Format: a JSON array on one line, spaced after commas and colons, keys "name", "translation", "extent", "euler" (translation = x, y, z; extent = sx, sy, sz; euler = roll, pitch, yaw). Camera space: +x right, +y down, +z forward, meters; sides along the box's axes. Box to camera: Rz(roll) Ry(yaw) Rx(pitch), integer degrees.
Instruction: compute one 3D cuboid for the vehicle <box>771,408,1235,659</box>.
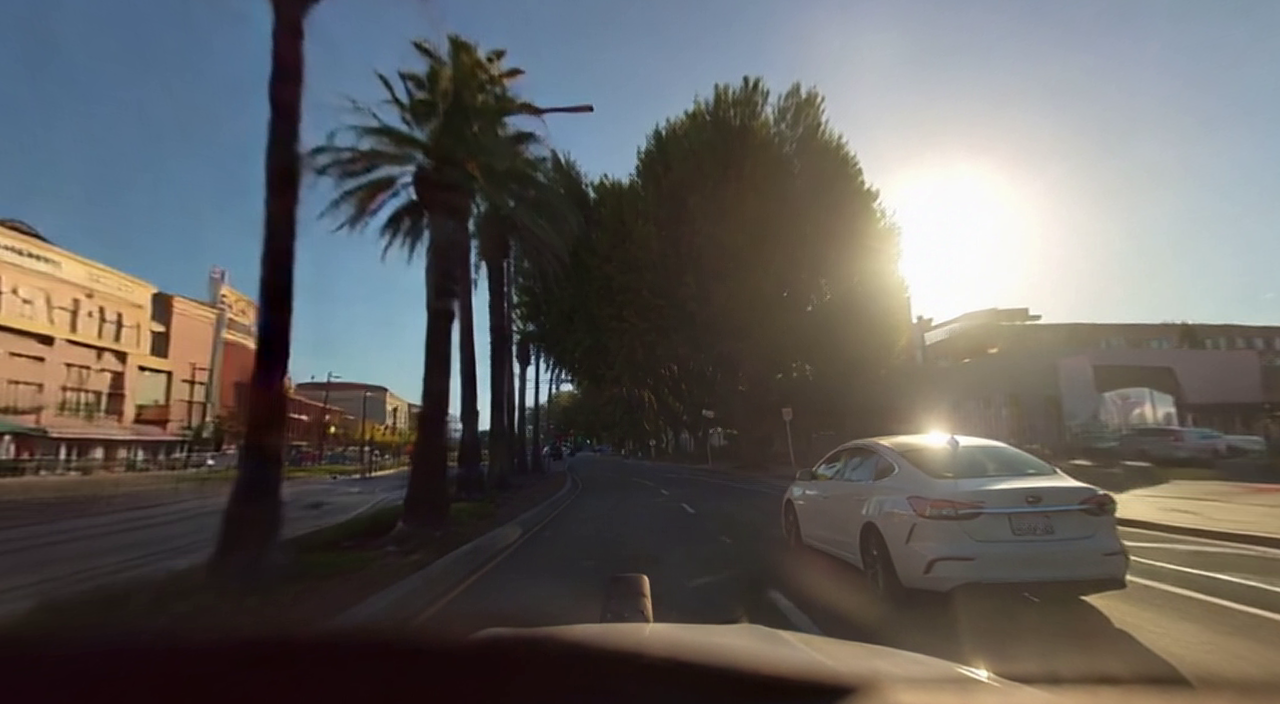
[{"name": "vehicle", "translation": [2.758, 1.475, 6.201], "extent": [1.867, 1.554, 4.301], "euler": [0, -9, -2]}]
